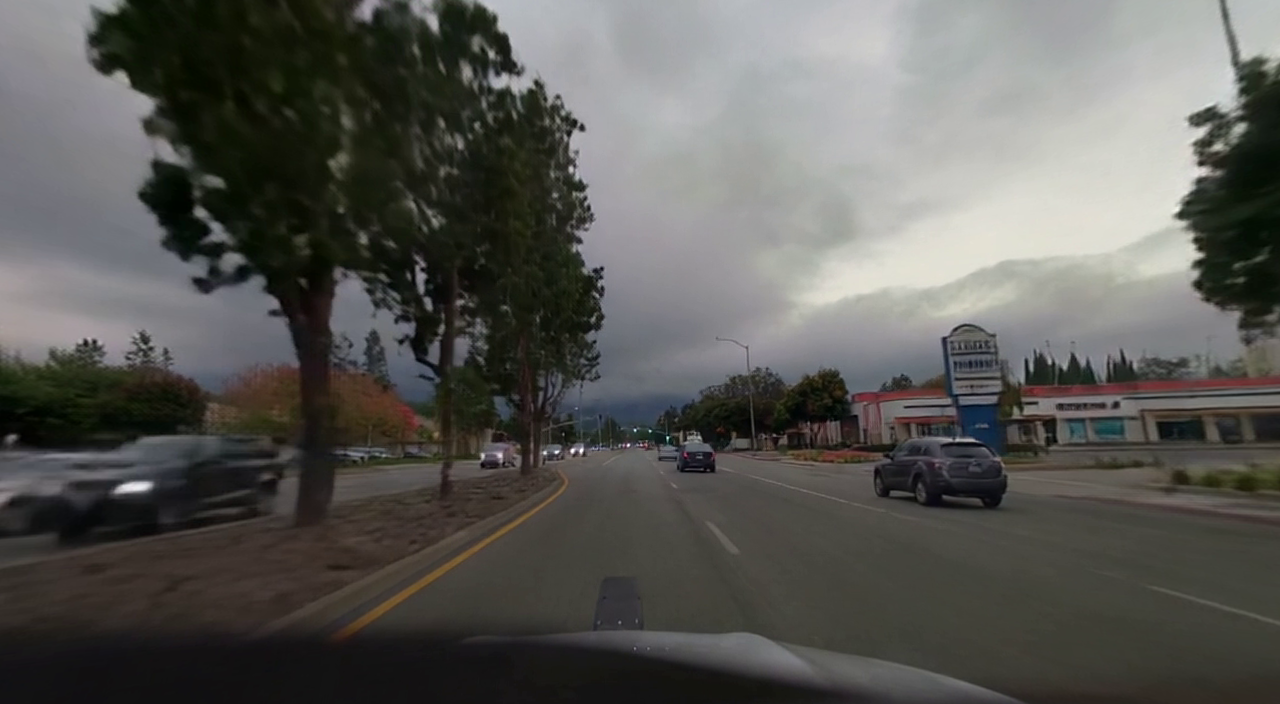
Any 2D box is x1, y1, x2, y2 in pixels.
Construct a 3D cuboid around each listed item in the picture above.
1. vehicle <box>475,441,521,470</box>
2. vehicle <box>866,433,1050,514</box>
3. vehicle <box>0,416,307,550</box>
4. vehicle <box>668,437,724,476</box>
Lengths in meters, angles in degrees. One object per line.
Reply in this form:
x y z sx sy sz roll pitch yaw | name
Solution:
-9.560 6.994 42.801 2.118 1.838 4.737 0 -9 -1 | vehicle
6.831 2.636 14.127 1.886 1.528 4.169 0 -9 -1 | vehicle
-9.063 2.342 12.072 2.234 1.922 5.699 0 -9 0 | vehicle
2.558 4.897 29.716 2.161 1.676 4.151 1 -9 -2 | vehicle
